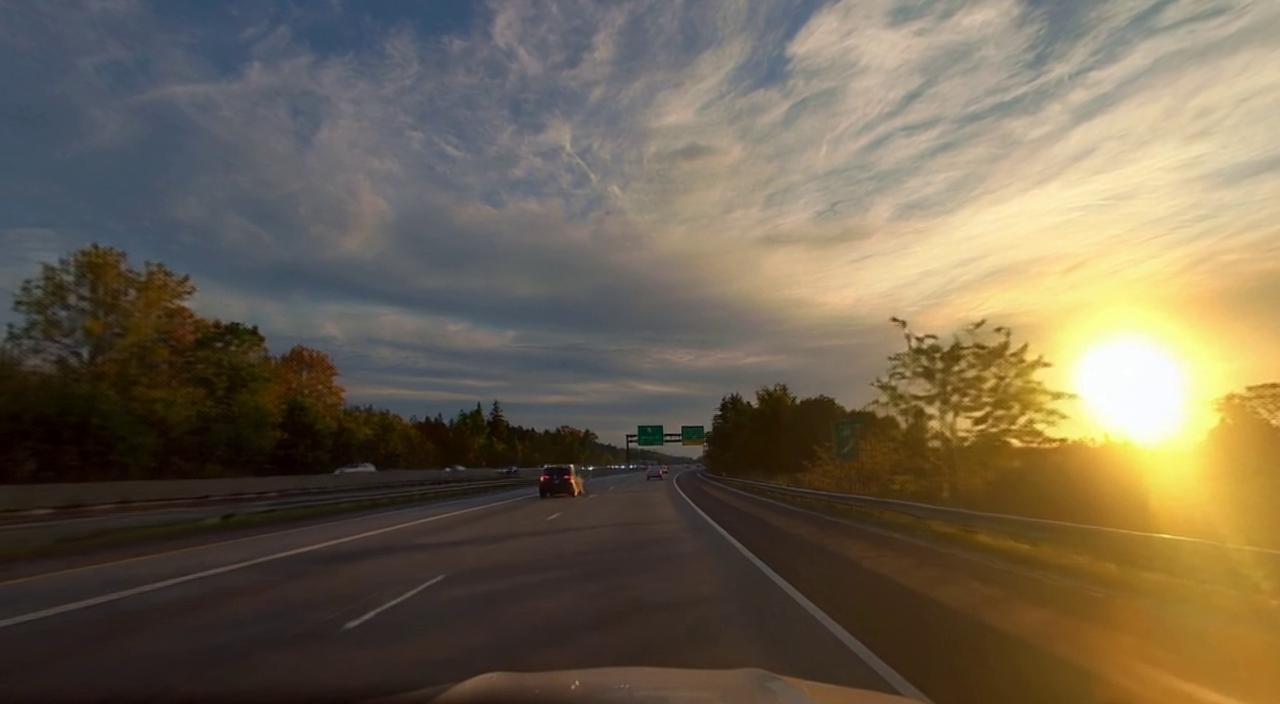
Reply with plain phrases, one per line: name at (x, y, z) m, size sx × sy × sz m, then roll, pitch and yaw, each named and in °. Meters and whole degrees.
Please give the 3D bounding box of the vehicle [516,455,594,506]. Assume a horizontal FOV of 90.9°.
vehicle at (-2.953, 4.622, 22.869) m, size 2.000 × 1.594 × 3.996 m, roll 1°, pitch -11°, yaw 4°

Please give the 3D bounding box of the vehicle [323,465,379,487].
vehicle at (-21.276, 9.152, 46.594) m, size 1.887 × 1.539 × 4.225 m, roll 1°, pitch -10°, yaw 3°
